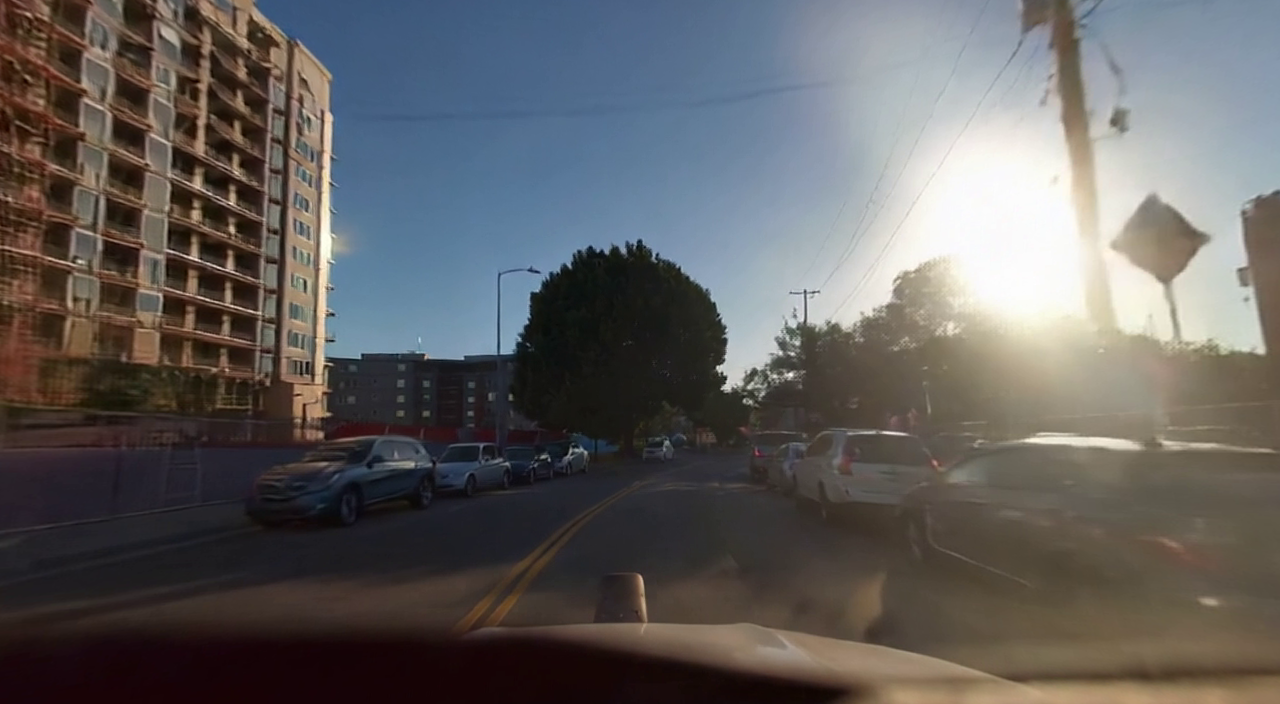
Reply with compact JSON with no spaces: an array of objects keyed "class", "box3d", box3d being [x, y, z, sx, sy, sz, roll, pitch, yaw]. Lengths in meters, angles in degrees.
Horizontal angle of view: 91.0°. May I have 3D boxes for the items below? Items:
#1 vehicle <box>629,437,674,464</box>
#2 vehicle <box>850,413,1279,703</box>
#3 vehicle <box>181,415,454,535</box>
[{"class":"vehicle","box3d":[0.911,7.417,47.553,1.953,1.871,4.712,-3,-9,20]},{"class":"vehicle","box3d":[3.541,1.422,5.381,2.013,1.566,4.573,0,-8,1]},{"class":"vehicle","box3d":[-5.929,2.351,12.785,2.194,1.861,5.725,-1,-8,4]}]
